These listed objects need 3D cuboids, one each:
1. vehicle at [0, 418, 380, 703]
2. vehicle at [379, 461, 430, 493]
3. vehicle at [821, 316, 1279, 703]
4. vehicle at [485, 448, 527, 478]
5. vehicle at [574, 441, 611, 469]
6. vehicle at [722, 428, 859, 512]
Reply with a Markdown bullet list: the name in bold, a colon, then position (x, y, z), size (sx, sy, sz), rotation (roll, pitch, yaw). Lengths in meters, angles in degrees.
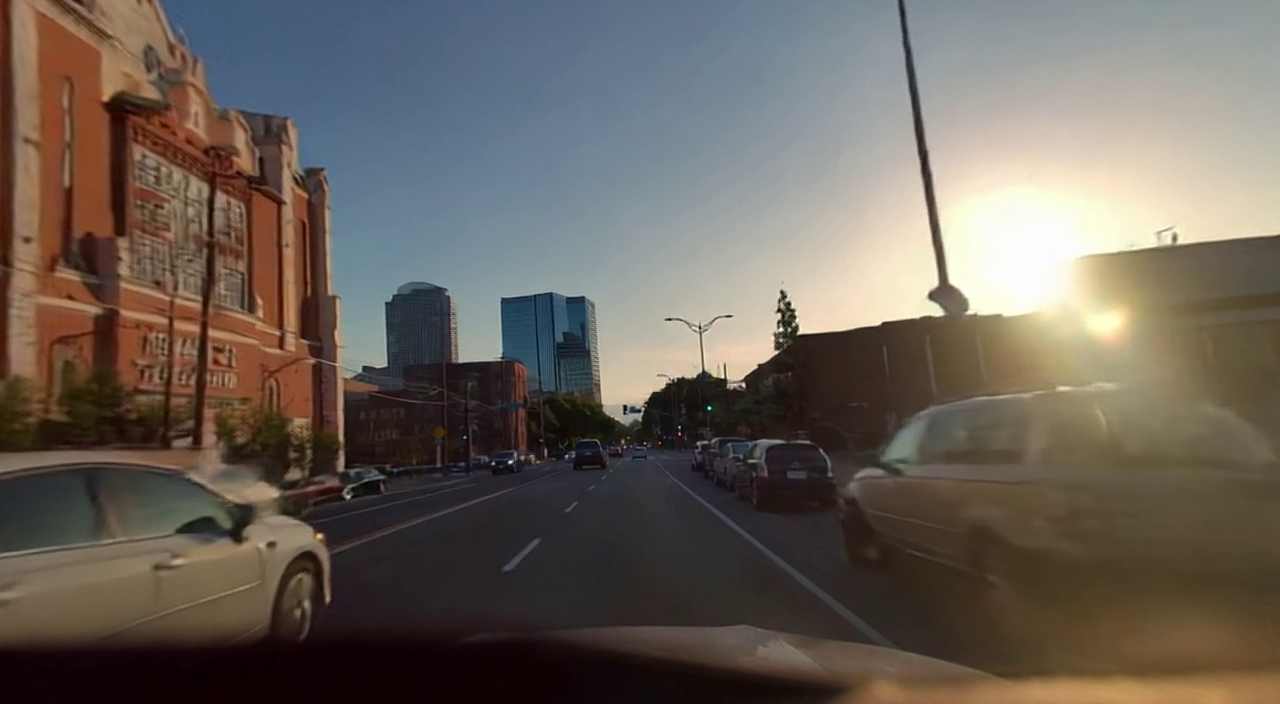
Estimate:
- **vehicle**: position (-3.295, 1.145, 3.077), size (2.089, 1.547, 4.635), rotation (0, -8, 0)
- **vehicle**: position (-15.762, 8.344, 42.569), size (1.914, 1.876, 4.726), rotation (-1, -9, -4)
- **vehicle**: position (3.471, 1.137, 5.494), size (2.207, 1.886, 5.128), rotation (0, -9, 0)
- **vehicle**: position (-9.040, 7.531, 43.012), size (1.965, 1.868, 4.012), rotation (0, -8, 0)
- **vehicle**: position (-3.409, 7.484, 46.081), size (2.293, 1.936, 4.737), rotation (0, -8, 0)
- **vehicle**: position (3.329, 2.735, 15.076), size (2.206, 1.664, 4.578), rotation (-1, -9, 1)
